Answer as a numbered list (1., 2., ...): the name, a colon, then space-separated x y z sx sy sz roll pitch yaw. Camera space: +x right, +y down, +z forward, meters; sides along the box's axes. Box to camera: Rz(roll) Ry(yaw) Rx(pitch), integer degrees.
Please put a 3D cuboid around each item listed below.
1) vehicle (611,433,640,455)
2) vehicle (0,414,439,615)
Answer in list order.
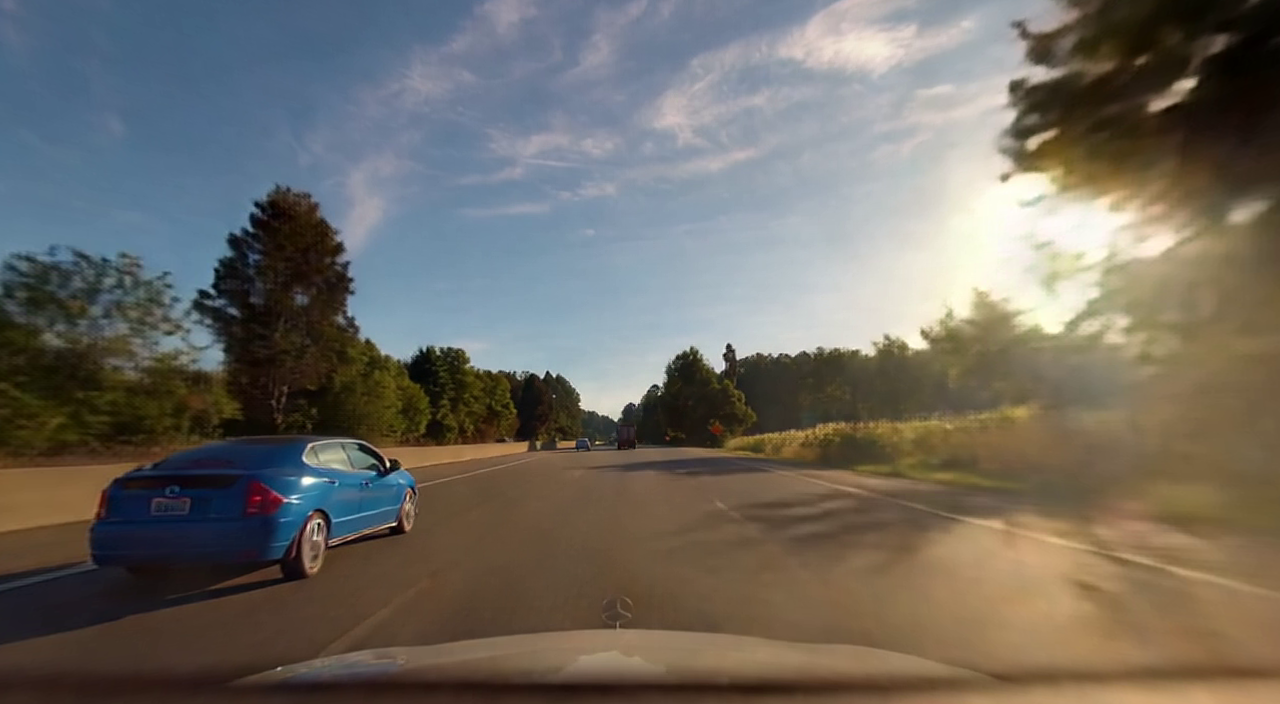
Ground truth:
1. vehicle: -1.068 7.119 48.870 2.162 1.616 4.242 0 -8 0
2. vehicle: -3.803 1.489 6.809 1.931 1.483 4.105 0 -8 -1
